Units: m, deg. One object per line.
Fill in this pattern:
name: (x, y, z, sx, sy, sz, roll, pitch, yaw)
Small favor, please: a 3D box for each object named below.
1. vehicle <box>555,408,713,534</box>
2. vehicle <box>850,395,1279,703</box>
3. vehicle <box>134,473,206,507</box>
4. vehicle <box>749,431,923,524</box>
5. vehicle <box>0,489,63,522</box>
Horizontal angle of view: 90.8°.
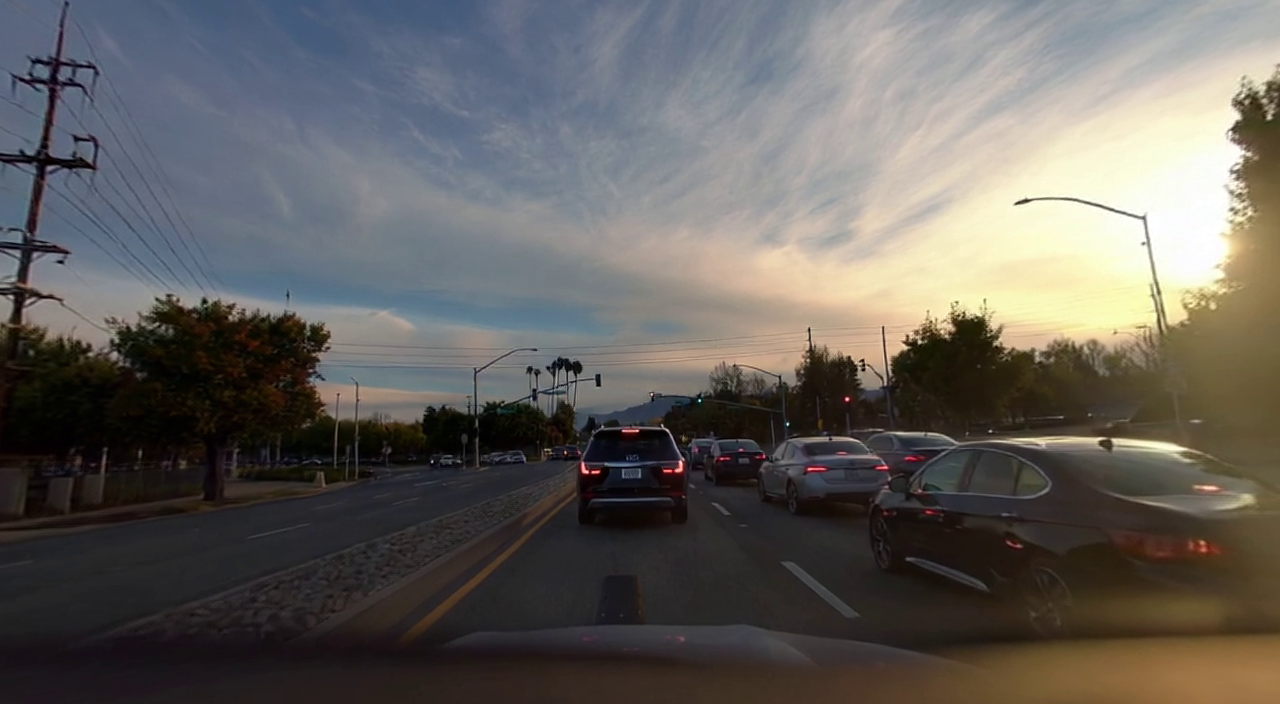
vehicle: (-0.126, 2.059, 11.432, 2.300, 1.821, 4.254, 0, -9, -1)
vehicle: (3.309, 1.230, 4.623, 1.984, 1.462, 4.513, 0, -9, 0)
vehicle: (-26.191, 7.663, 35.182, 3.826, 1.522, 1.741, -3, -9, 30)
vehicle: (3.530, 2.352, 12.408, 1.952, 1.477, 4.417, 0, -9, -1)
vehicle: (-33.301, 8.114, 33.367, 3.637, 1.483, 2.007, -1, -9, 0)
